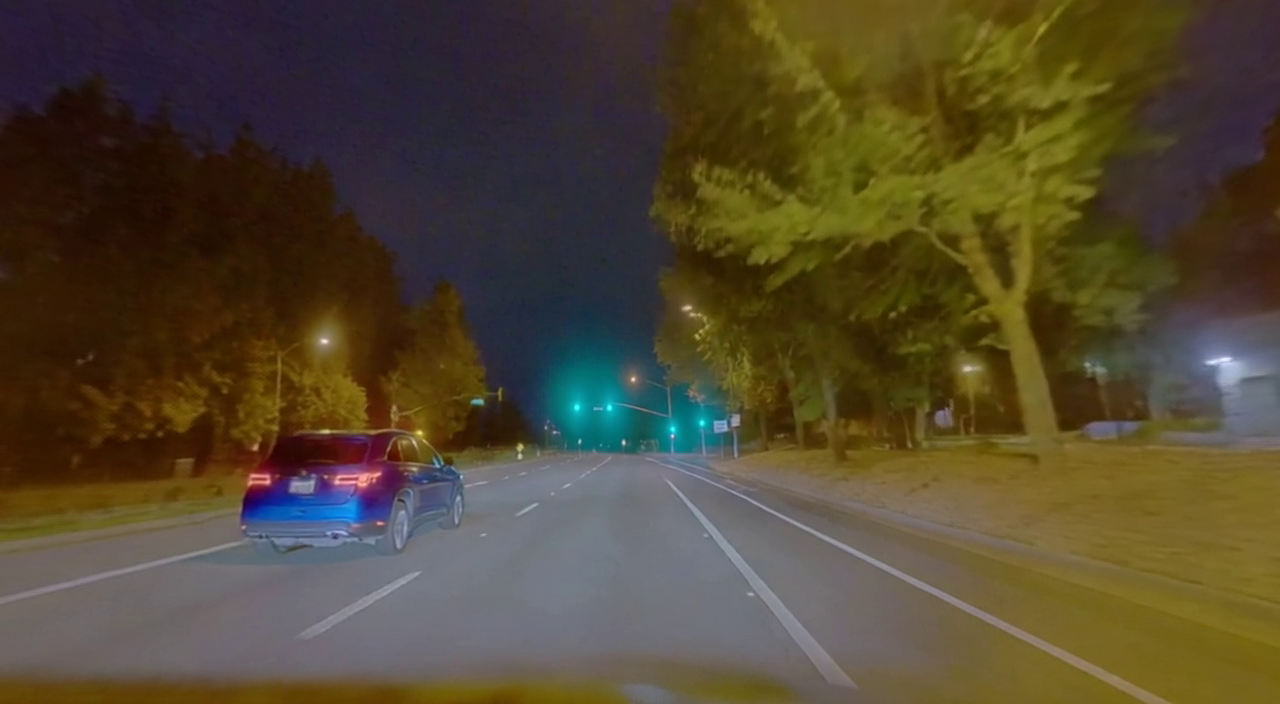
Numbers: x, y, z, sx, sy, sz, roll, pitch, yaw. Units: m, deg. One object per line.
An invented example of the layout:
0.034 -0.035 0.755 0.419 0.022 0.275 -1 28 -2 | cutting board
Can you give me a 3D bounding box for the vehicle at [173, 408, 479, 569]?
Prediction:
-3.979 1.818 9.123 2.121 1.724 4.392 0 -9 0 | vehicle
